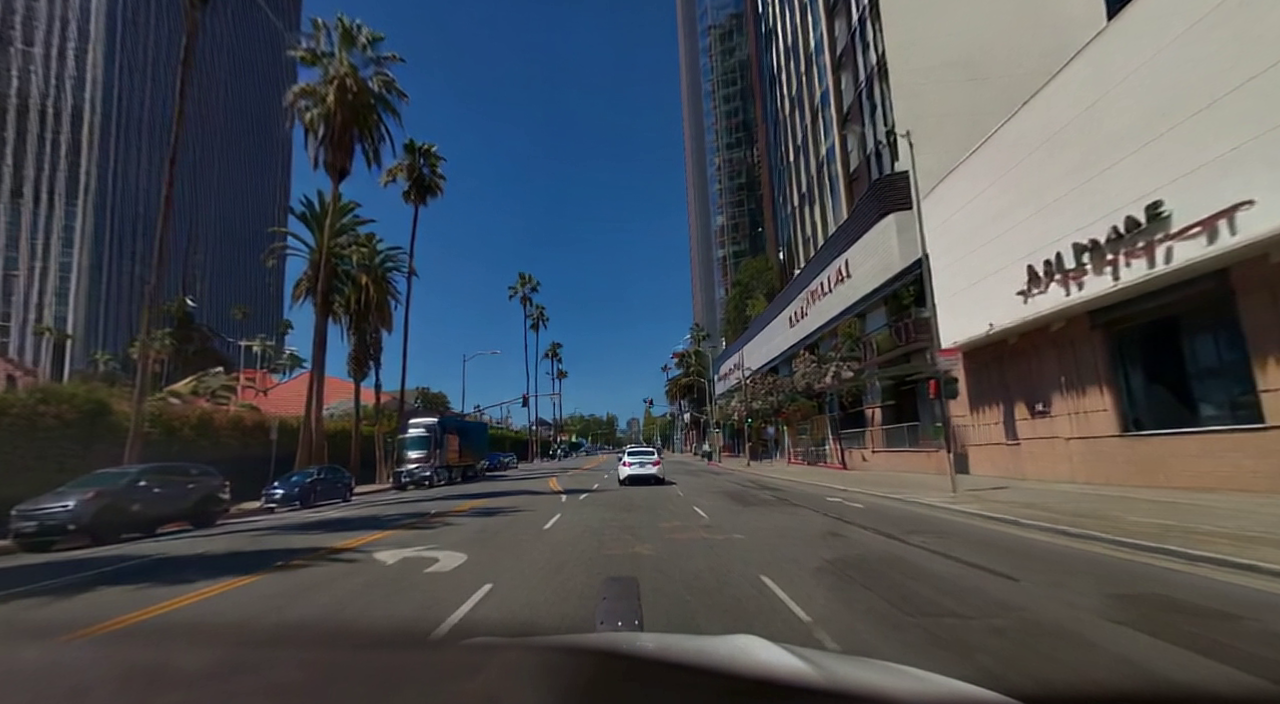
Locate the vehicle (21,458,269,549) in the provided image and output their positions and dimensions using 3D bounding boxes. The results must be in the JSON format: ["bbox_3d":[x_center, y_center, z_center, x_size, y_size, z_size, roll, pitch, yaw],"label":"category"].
[{"bbox_3d":[-12.146,3.689,16.052,2.308,1.839,4.793,0,-9,2],"label":"vehicle"}]

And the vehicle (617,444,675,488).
[{"bbox_3d":[0.251,4.612,25.733,2.145,1.632,3.972,0,-9,1],"label":"vehicle"}]

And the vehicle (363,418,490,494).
[{"bbox_3d":[-11.982,6.010,37.089,3.058,3.443,12.503,-5,-8,0],"label":"vehicle"}]

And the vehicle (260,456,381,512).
[{"bbox_3d":[-11.969,4.937,24.060,1.981,1.803,4.835,0,-9,1],"label":"vehicle"}]
